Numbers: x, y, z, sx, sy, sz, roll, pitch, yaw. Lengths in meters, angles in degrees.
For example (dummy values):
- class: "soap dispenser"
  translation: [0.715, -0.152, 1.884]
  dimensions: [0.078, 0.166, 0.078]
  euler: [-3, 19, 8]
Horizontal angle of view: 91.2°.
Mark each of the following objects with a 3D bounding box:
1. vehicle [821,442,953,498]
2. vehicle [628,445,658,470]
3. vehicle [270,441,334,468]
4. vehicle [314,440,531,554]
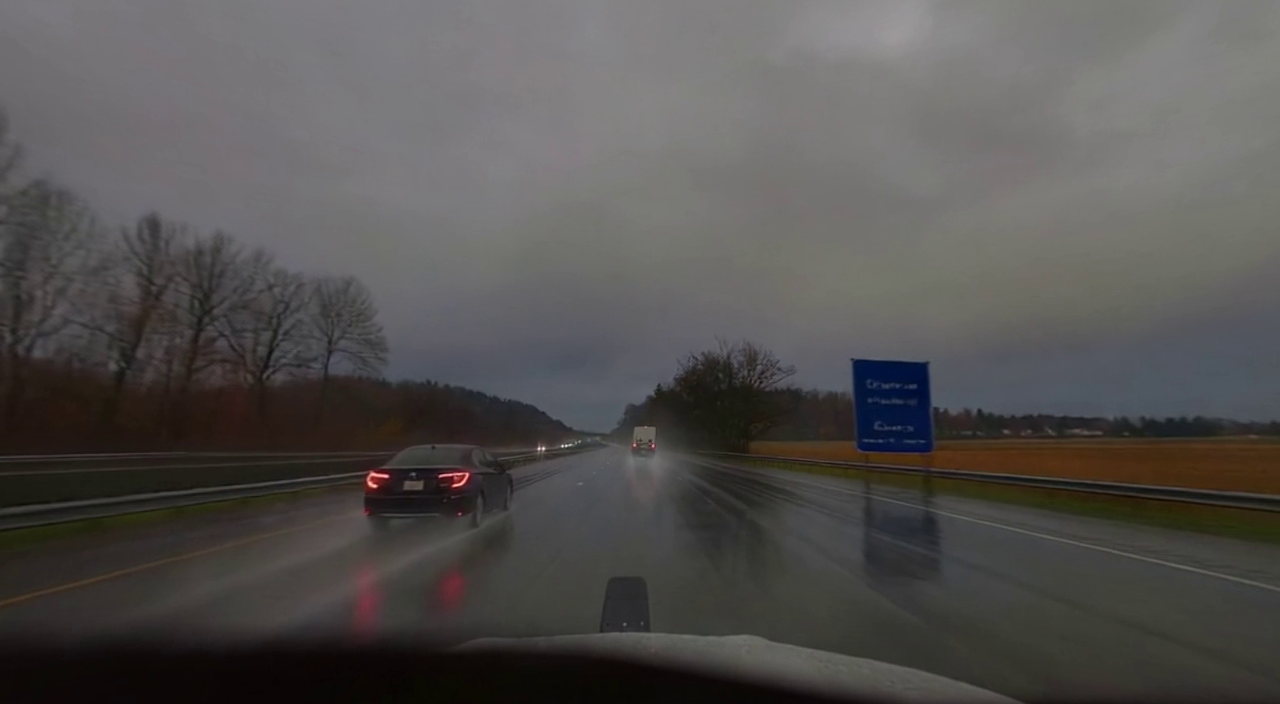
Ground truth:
- class: "vehicle"
  translation: [7.816, 3.767, 20.607]
  dimensions: [2.081, 1.576, 5.604]
  euler: [0, -9, 0]
- class: "vehicle"
  translation: [0.172, 6.713, 40.025]
  dimensions: [1.859, 1.478, 3.799]
  euler: [0, -9, 0]
- class: "vehicle"
  translation: [-21.861, 6.635, 40.783]
  dimensions: [1.876, 1.581, 4.279]
  euler: [0, -9, -2]
- class: "vehicle"
  translation: [-3.279, 2.264, 10.607]
  dimensions: [2.012, 1.500, 4.452]
  euler: [0, -9, 1]
